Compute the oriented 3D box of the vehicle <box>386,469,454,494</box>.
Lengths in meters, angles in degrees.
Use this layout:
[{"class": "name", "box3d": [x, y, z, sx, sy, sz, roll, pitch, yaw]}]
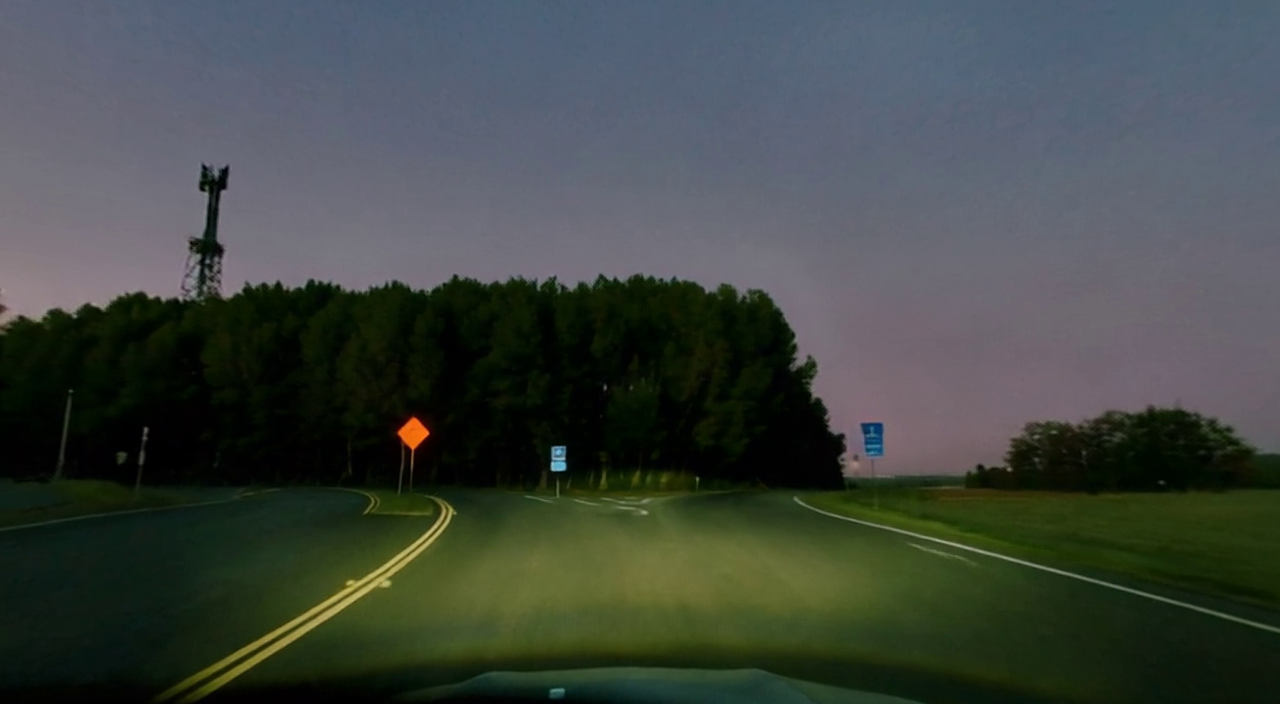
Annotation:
[{"class": "vehicle", "box3d": [-15.034, 8.855, 43.268, 1.889, 1.583, 3.992, -6, -13, 32]}]
